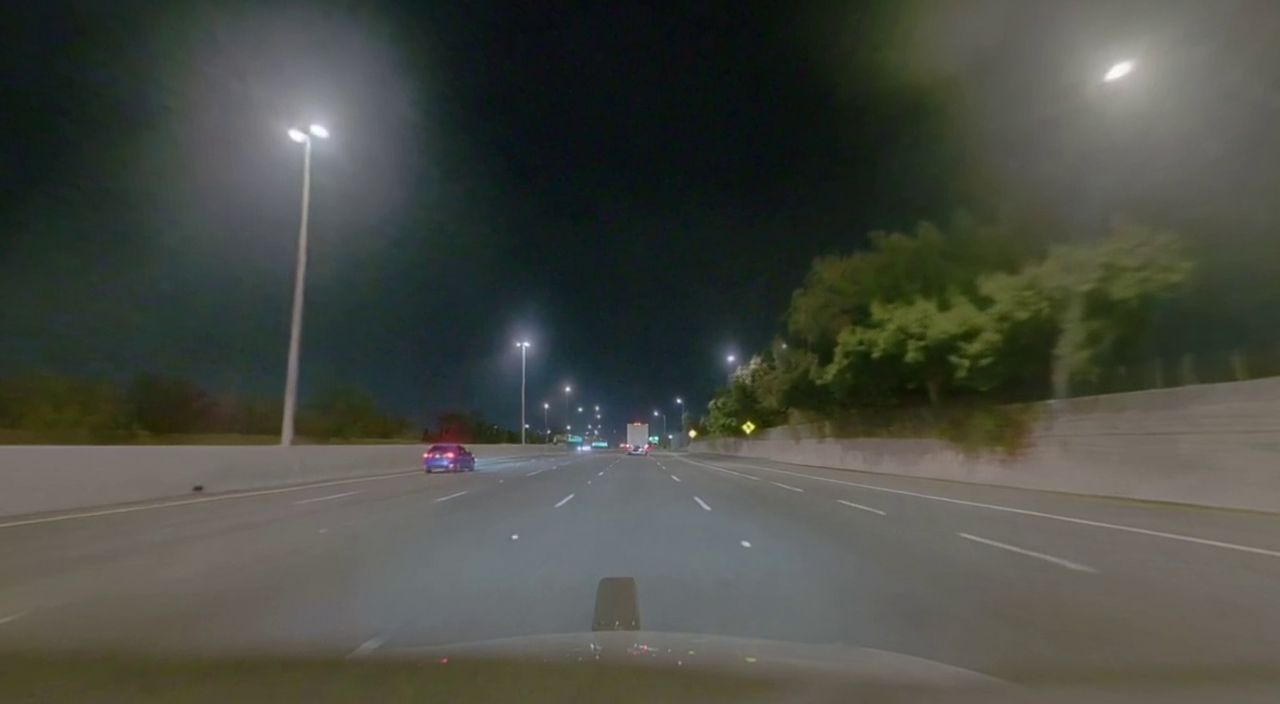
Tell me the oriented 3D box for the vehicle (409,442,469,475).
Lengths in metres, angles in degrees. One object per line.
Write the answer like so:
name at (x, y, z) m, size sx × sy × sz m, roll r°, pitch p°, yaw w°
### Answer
vehicle at (-10.750, 5.716, 34.084) m, size 1.897 × 1.653 × 4.113 m, roll 0°, pitch -9°, yaw 0°
